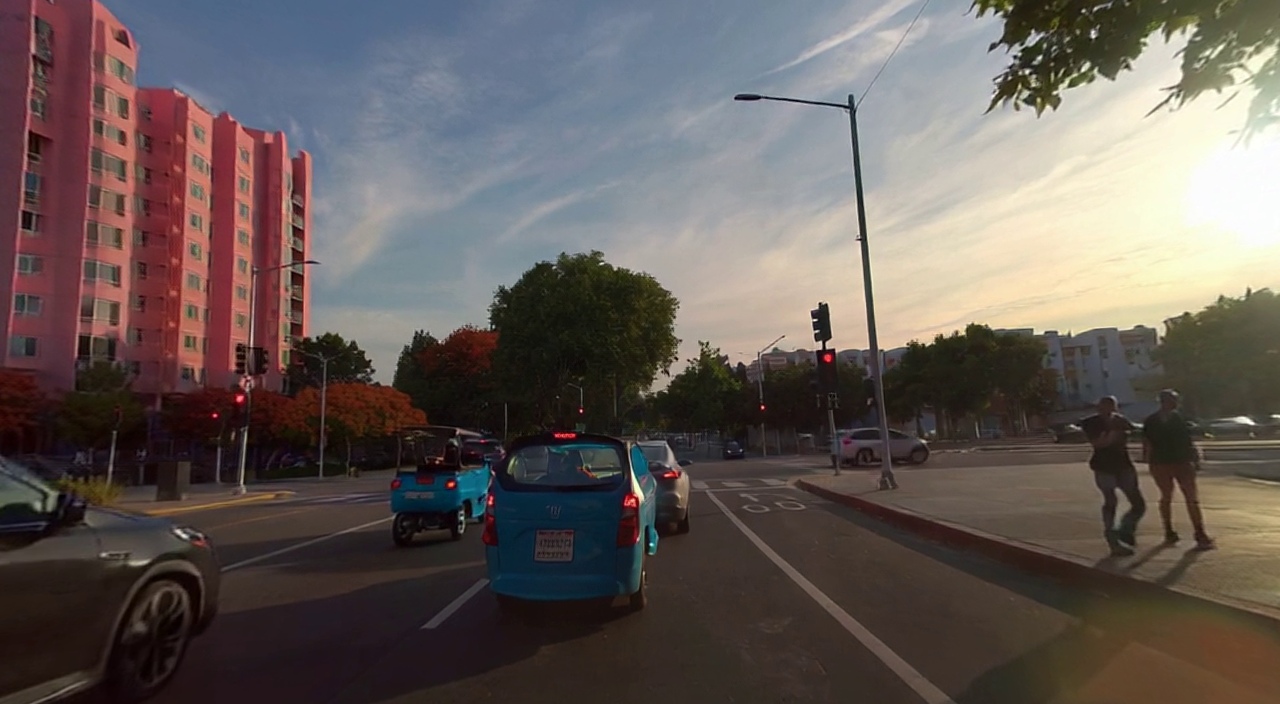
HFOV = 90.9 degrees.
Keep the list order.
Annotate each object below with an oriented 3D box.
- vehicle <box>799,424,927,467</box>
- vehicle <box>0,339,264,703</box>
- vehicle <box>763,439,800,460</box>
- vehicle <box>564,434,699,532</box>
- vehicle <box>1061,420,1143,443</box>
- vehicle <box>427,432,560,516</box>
[{"bbox_3d":[10.111,4.292,28.896,5.226,1.840,2.016,-3,-9,18],"label":"vehicle"},{"bbox_3d":[-3.621,0.755,1.841,2.000,1.809,4.855,0,-9,0],"label":"vehicle"},{"bbox_3d":[10.231,7.086,45.997,1.862,1.456,4.661,-1,-9,3],"label":"vehicle"},{"bbox_3d":[-0.097,2.294,11.606,2.025,1.458,4.085,-1,-9,1],"label":"vehicle"},{"bbox_3d":[30.817,5.339,42.123,1.751,1.420,4.027,8,-12,-43],"label":"vehicle"},{"bbox_3d":[-3.125,2.705,14.420,1.935,1.615,4.073,-1,-9,2],"label":"vehicle"}]
